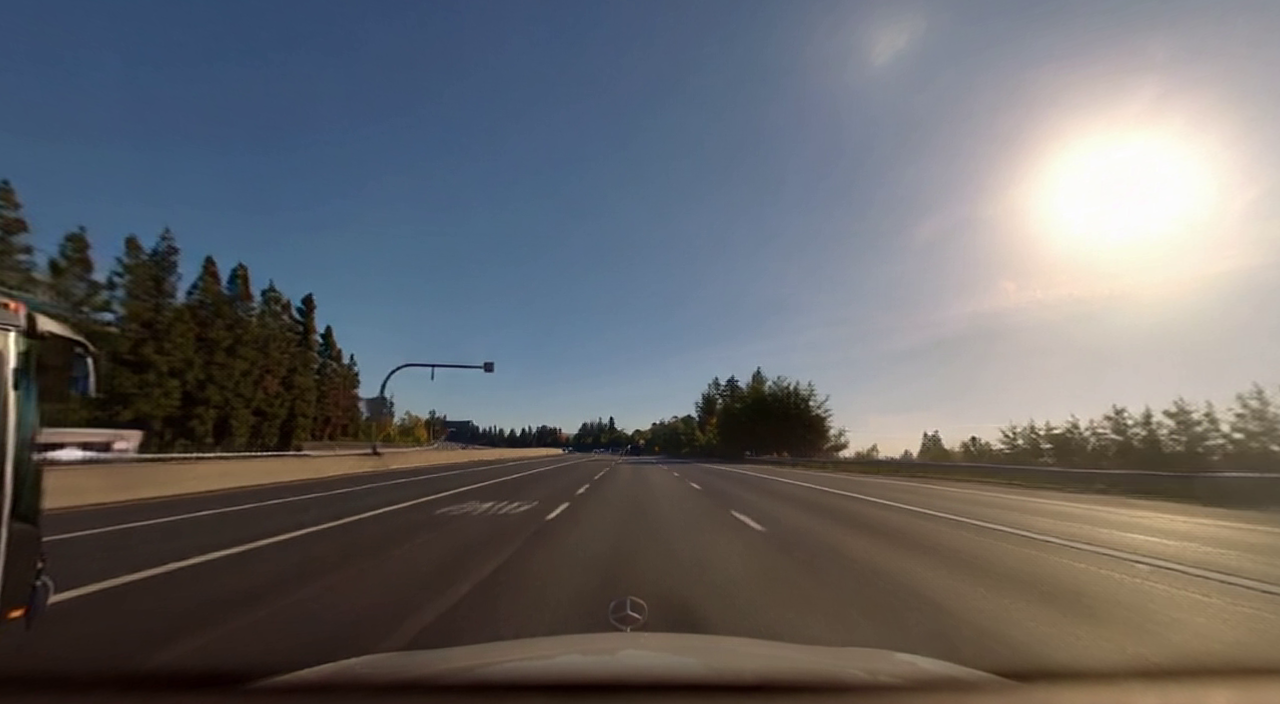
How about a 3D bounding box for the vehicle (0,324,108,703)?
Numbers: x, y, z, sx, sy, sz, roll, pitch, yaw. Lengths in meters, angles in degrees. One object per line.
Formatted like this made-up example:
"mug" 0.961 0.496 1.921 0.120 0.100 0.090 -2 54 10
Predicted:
"vehicle" -4.349 0.559 1.141 2.127 1.985 5.205 0 -8 1
